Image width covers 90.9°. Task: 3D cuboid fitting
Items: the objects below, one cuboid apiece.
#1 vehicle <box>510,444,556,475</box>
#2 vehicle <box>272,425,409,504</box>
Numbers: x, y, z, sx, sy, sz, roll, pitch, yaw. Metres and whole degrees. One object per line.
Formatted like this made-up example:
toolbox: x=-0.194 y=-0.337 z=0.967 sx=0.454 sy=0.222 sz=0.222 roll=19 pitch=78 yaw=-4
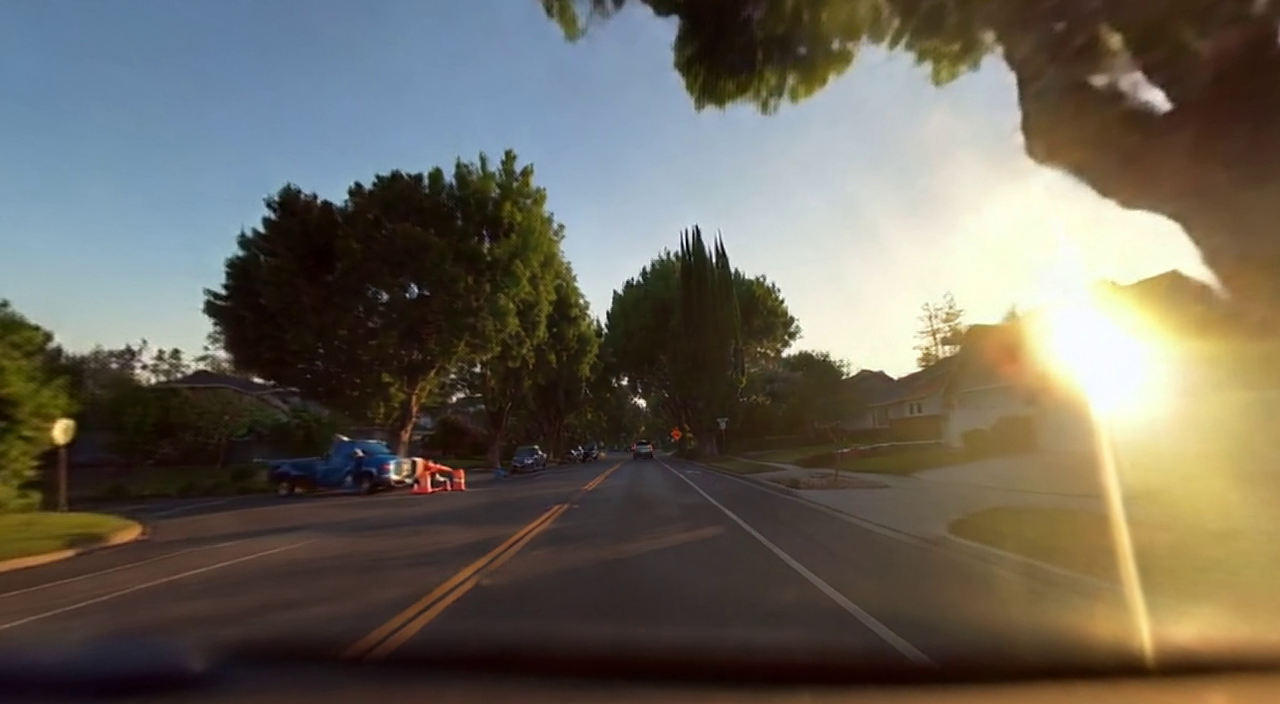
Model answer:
vehicle: x=-7.935 y=8.004 z=47.397 sx=2.422 sy=1.855 sz=6.165 roll=-4 pitch=-7 yaw=-2
vehicle: x=-10.697 y=4.020 z=22.888 sx=4.120 sy=2.628 sz=2.064 roll=3 pitch=-9 yaw=-19
